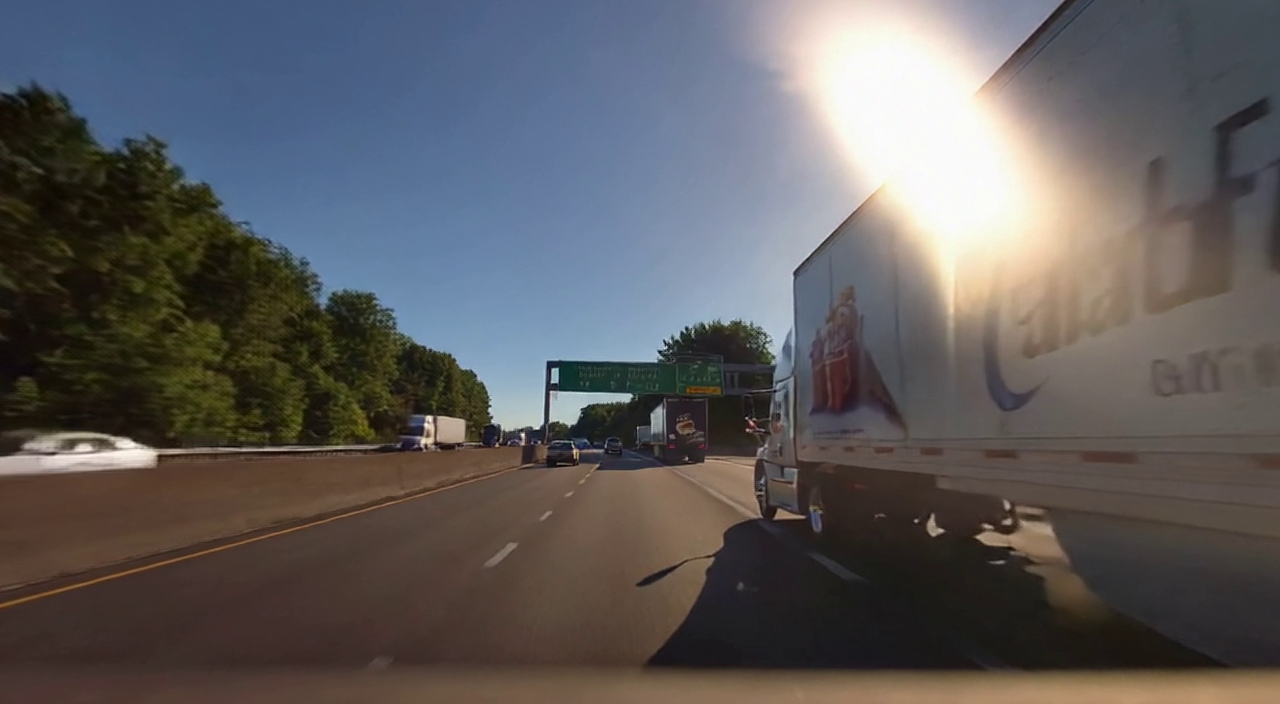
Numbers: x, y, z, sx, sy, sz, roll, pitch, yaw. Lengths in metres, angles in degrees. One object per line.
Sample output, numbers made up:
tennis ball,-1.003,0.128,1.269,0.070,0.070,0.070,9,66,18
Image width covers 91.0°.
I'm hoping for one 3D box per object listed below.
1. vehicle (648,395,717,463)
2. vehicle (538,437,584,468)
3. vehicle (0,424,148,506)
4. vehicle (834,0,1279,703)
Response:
vehicle,2.620,5.567,44.544,3.116,3.992,13.748,0,-8,-3
vehicle,-4.463,5.754,36.330,2.206,1.644,4.027,0,-8,-1
vehicle,-12.587,2.210,12.482,1.930,1.468,4.667,0,-8,-1
vehicle,3.899,-0.604,0.657,2.948,4.045,13.051,0,-8,-1
